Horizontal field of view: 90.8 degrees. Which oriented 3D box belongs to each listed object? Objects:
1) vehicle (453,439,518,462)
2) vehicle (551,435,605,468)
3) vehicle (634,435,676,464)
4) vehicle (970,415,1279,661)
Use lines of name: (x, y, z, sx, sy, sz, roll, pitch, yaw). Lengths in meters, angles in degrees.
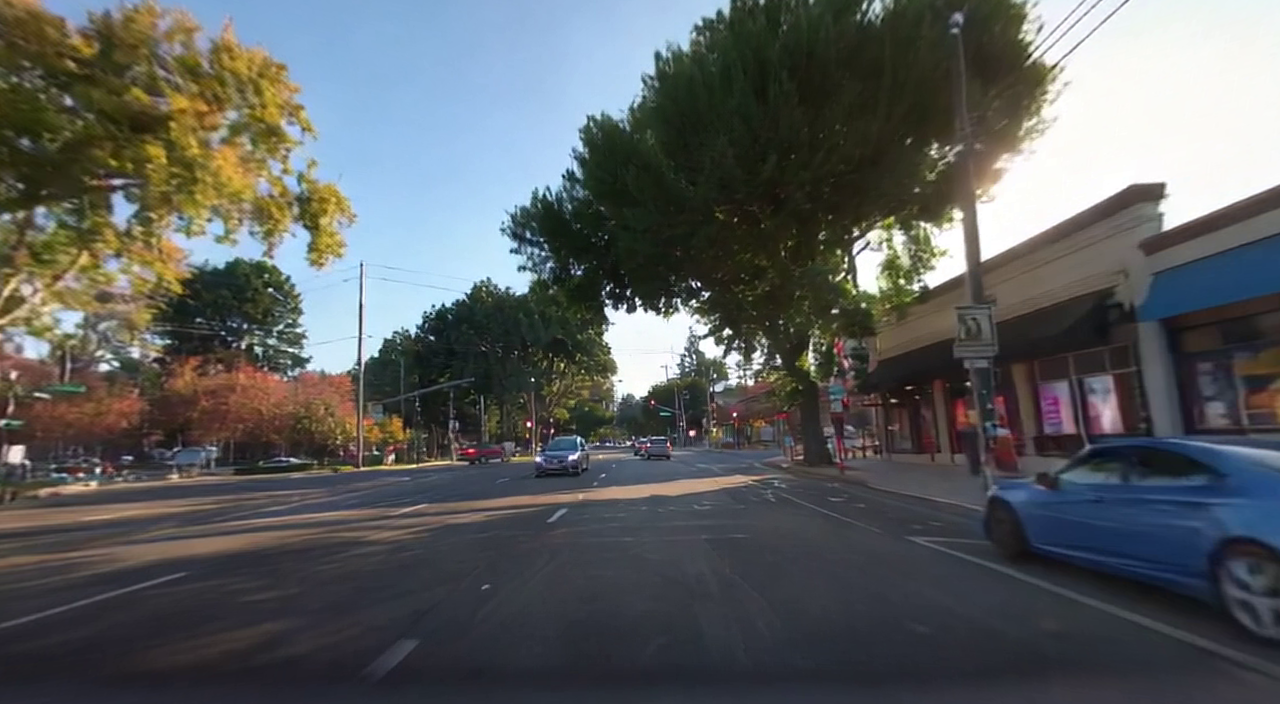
vehicle: (-11.729, 7.438, 47.967, 4.541, 1.689, 1.966, 3, -9, -19)
vehicle: (-2.919, 4.773, 30.528, 2.032, 1.467, 4.411, 0, -8, 2)
vehicle: (0.760, 5.127, 33.309, 2.059, 1.456, 4.047, 0, -8, 1)
vehicle: (4.804, 1.317, 5.134, 1.942, 1.469, 4.049, 0, -8, -2)
